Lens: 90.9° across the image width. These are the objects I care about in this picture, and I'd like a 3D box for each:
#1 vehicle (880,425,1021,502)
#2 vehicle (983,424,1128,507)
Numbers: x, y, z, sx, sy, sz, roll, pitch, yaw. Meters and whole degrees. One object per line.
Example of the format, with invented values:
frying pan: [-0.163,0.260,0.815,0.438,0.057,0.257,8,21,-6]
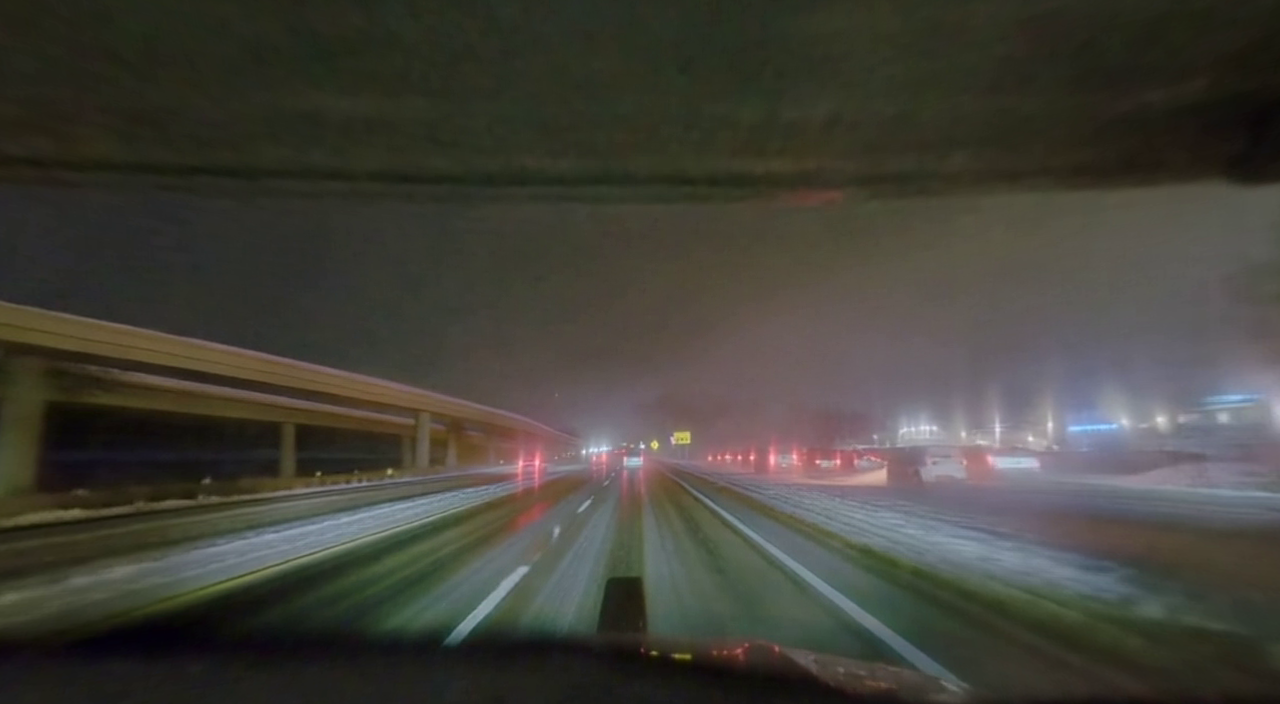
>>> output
vehicle: [15.845,5.742,33.183,2.635,3.459,9.104,1,-9,-1]
vehicle: [18.662,5.096,28.803,2.594,3.362,5.549,1,-9,-1]
